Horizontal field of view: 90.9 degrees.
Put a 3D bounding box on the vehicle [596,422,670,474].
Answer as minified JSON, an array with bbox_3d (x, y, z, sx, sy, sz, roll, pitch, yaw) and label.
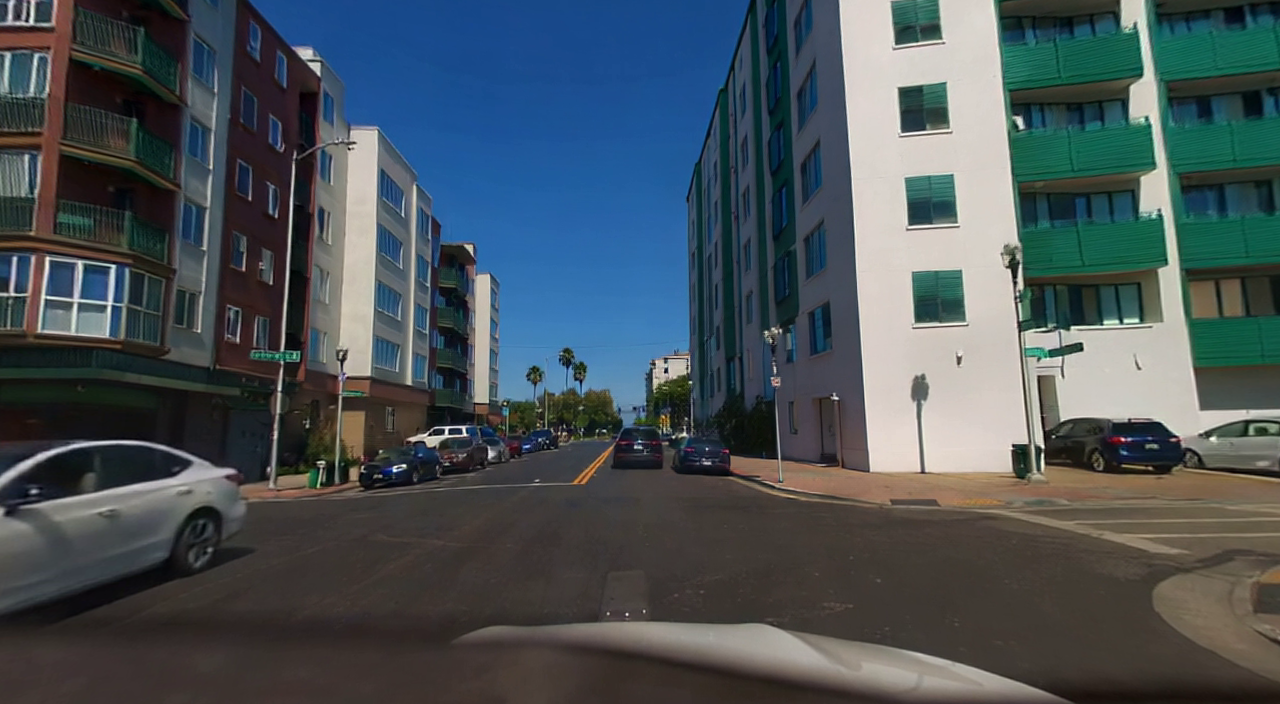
[{"bbox_3d":[-0.395,3.834,25.255,2.412,1.834,4.636,1,-9,-7],"label":"vehicle"}]

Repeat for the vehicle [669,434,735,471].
[{"bbox_3d":[2.548,4.298,27.078,2.290,1.456,4.503,0,-8,-1],"label":"vehicle"}]

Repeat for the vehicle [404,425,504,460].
[{"bbox_3d":[-11.430,5.592,38.877,5.540,1.950,2.113,4,-12,-28],"label":"vehicle"}]

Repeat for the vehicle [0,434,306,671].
[{"bbox_3d":[-5.215,1.475,5.415,2.226,1.465,5.034,0,-9,-4],"label":"vehicle"}]

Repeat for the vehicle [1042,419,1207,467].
[{"bbox_3d":[15.360,2.917,20.142,3.752,1.453,1.709,0,-9,2],"label":"vehicle"}]
